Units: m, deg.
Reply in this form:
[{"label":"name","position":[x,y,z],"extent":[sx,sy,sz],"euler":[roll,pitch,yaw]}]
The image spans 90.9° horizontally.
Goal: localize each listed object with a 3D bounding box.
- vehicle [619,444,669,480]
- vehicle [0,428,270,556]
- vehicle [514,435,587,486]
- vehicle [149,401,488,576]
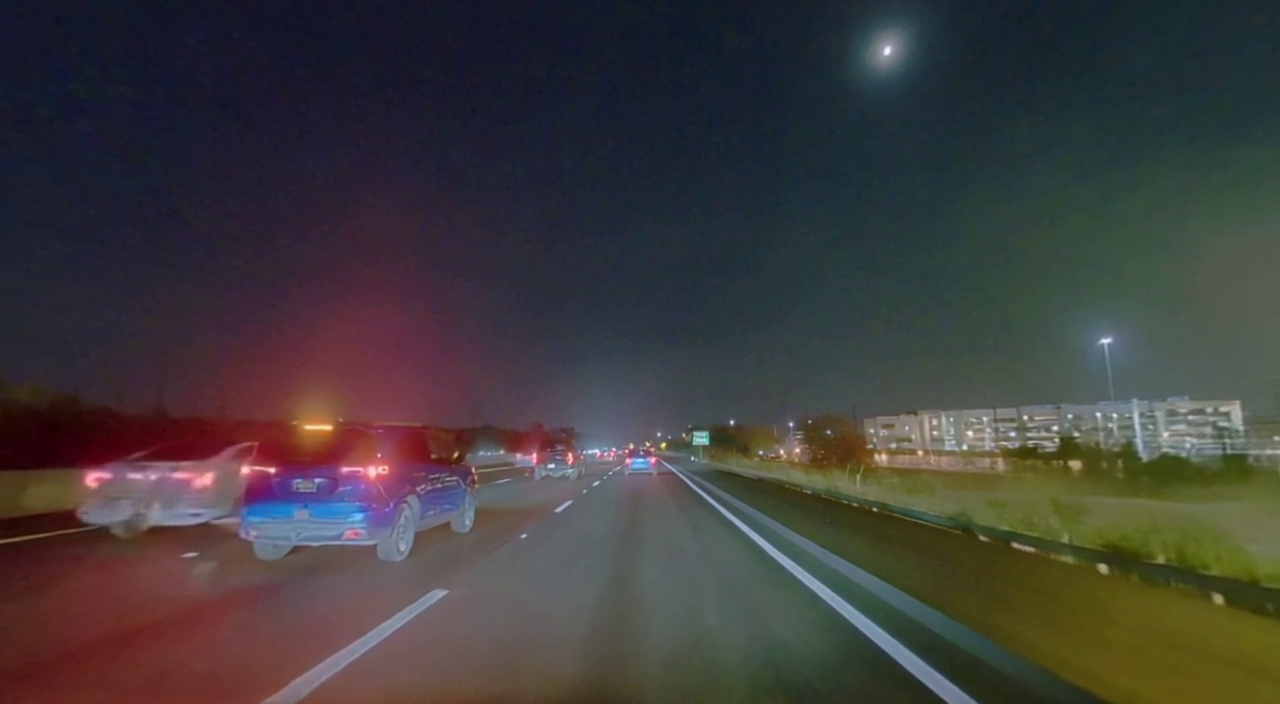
[{"label":"vehicle","position":[0.142,4.785,27.754],"extent":[2.047,1.473,3.978],"euler":[0,-8,0]},{"label":"vehicle","position":[-8.391,2.148,10.408],"extent":[1.897,1.636,4.295],"euler":[0,-8,1]},{"label":"vehicle","position":[-3.407,4.254,24.993],"extent":[2.133,1.789,4.518],"euler":[-1,-8,1]},{"label":"vehicle","position":[-4.074,1.848,9.457],"extent":[2.198,1.848,5.346],"euler":[0,-8,1]}]
